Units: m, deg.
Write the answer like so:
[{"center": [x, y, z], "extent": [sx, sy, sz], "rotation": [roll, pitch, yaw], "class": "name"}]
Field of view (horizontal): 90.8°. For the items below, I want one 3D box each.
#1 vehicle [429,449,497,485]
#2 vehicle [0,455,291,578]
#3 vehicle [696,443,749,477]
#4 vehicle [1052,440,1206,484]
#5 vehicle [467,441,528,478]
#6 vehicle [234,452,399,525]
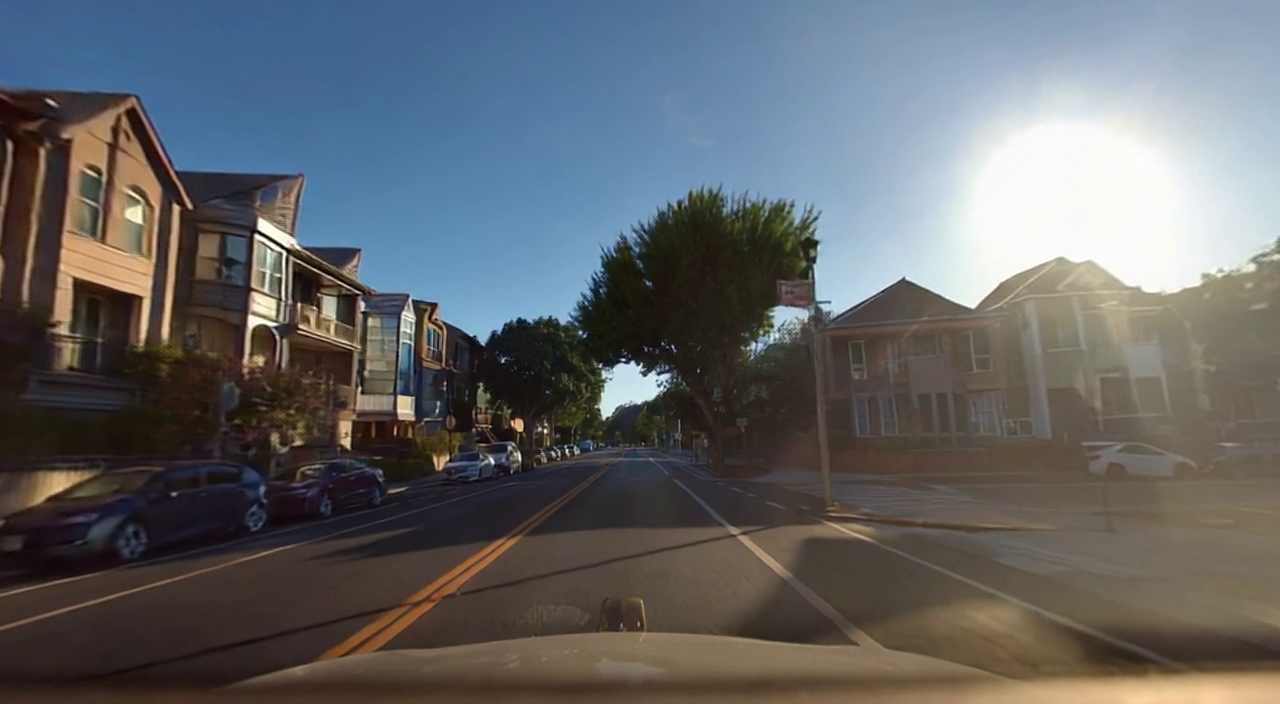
[{"center": [-8.065, 5.271, 29.236], "extent": [1.967, 1.517, 4.360], "rotation": [0, -9, -1], "class": "vehicle"}, {"center": [-8.036, 2.485, 10.419], "extent": [1.970, 1.480, 4.616], "rotation": [-1, -9, -1], "class": "vehicle"}, {"center": [4.330, 5.706, 33.713], "extent": [2.034, 1.674, 4.271], "rotation": [1, -9, -3], "class": "vehicle"}, {"center": [20.141, 4.534, 26.193], "extent": [4.568, 1.727, 2.199], "rotation": [0, -9, -2], "class": "vehicle"}, {"center": [-7.815, 5.980, 35.203], "extent": [2.283, 1.853, 4.903], "rotation": [-1, -9, -1], "class": "vehicle"}, {"center": [-7.938, 3.347, 16.097], "extent": [1.836, 1.474, 4.565], "rotation": [-1, -8, -1], "class": "vehicle"}]
